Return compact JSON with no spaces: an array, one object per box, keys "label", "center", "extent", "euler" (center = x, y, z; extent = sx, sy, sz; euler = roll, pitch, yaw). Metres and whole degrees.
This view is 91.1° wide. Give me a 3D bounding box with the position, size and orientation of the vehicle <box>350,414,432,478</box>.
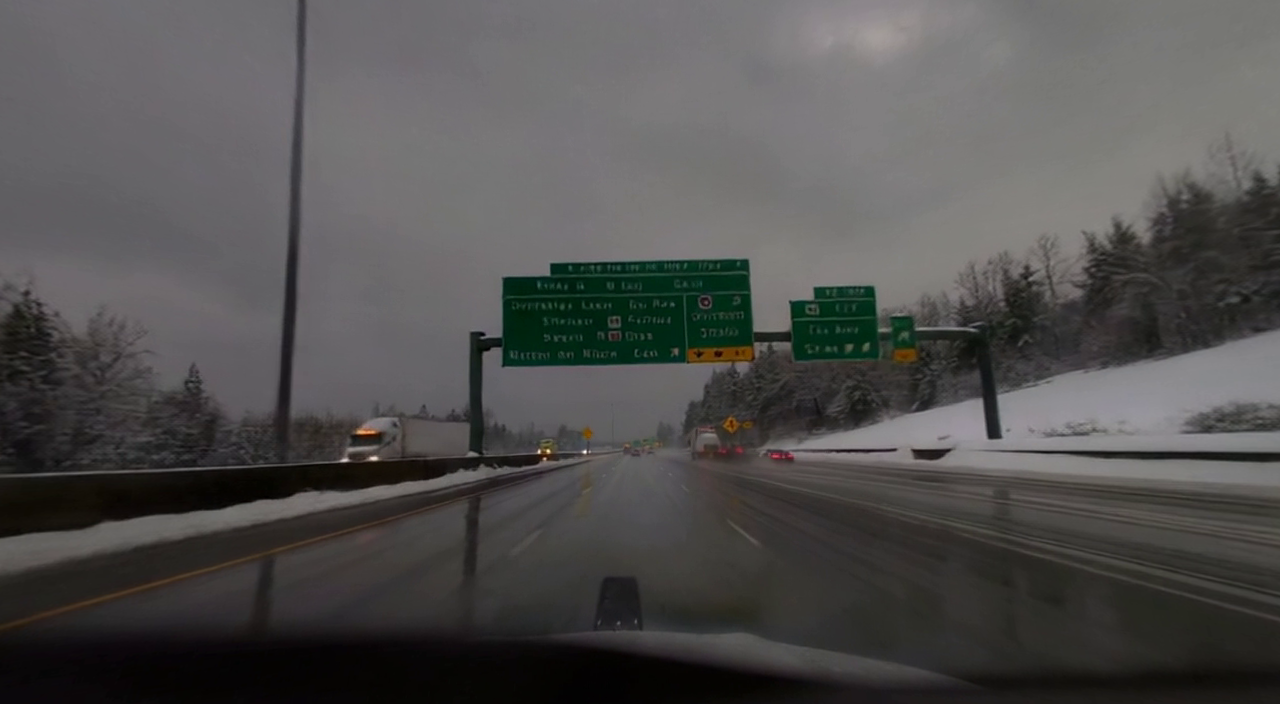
[{"label":"vehicle","center":[-16.420,6.267,41.935],"extent":[2.988,3.980,5.849],"euler":[0,-9,0]}]
